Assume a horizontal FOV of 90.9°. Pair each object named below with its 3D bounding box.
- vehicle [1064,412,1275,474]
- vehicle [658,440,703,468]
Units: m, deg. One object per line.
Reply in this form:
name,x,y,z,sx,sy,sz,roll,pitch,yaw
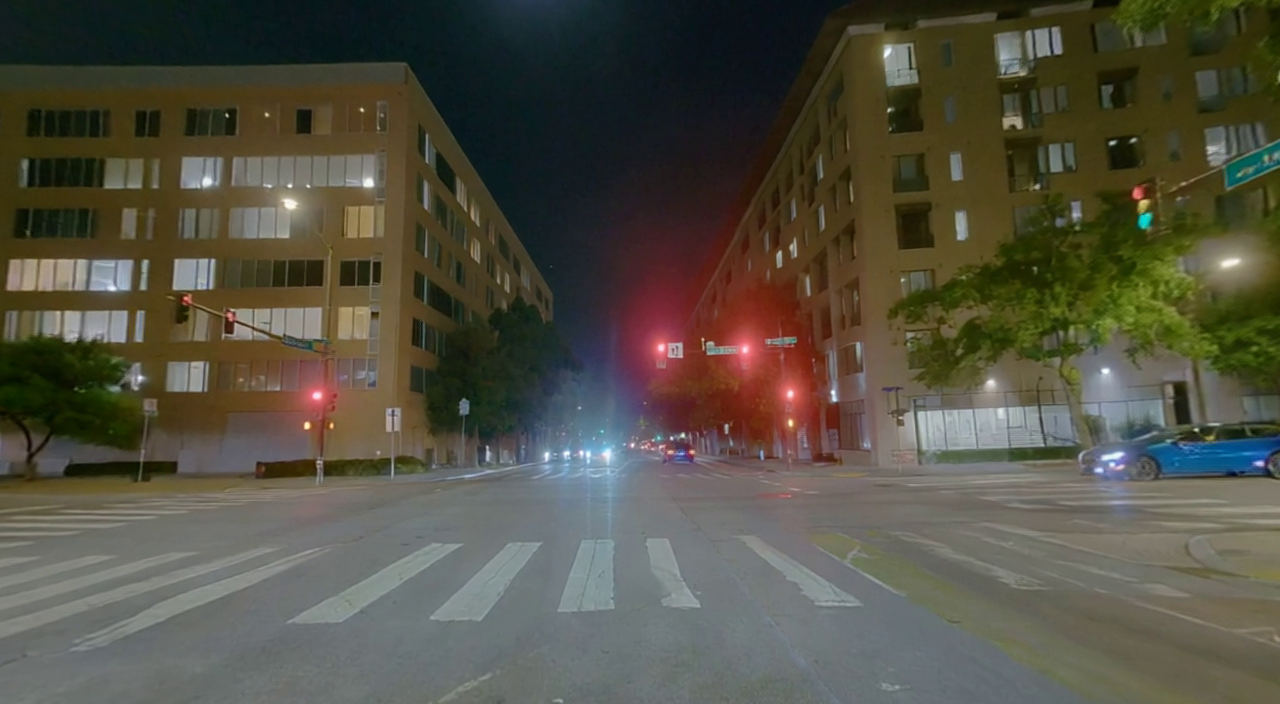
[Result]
vehicle,16.918,2.938,20.397,4.802,1.860,2.146,0,-8,0
vehicle,2.255,5.871,36.394,2.039,1.470,4.355,0,-8,-4
